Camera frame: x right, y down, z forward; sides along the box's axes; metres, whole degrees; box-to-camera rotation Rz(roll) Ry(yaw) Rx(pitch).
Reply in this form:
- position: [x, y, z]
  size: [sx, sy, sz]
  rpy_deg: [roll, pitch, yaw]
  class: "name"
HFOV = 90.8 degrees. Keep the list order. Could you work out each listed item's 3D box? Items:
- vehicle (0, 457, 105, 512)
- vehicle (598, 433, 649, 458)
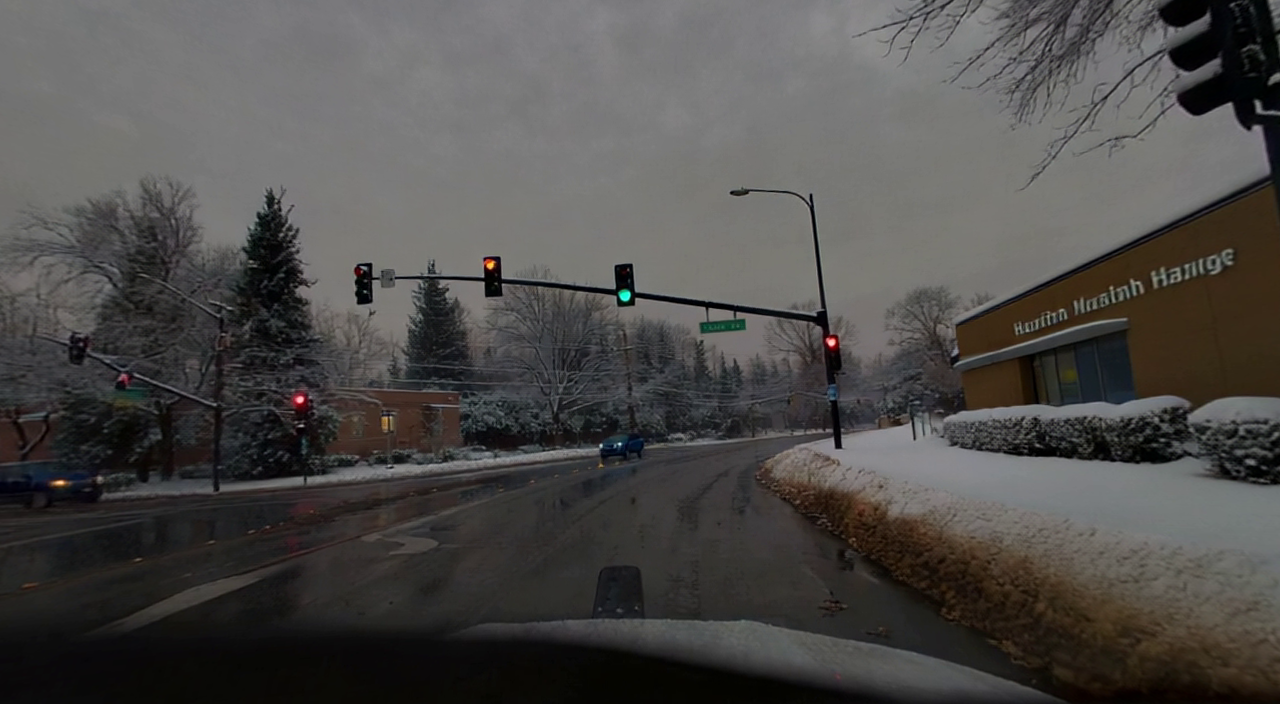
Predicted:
- position: [-22.014, 4.719, 22.843]
  size: [4.715, 1.745, 2.026]
  rpy_deg: [-4, -9, 23]
  class: "vehicle"
- position: [-1.187, 7.014, 47.303]
  size: [2.244, 1.792, 4.648]
  rpy_deg: [-3, -9, 20]
  class: "vehicle"
